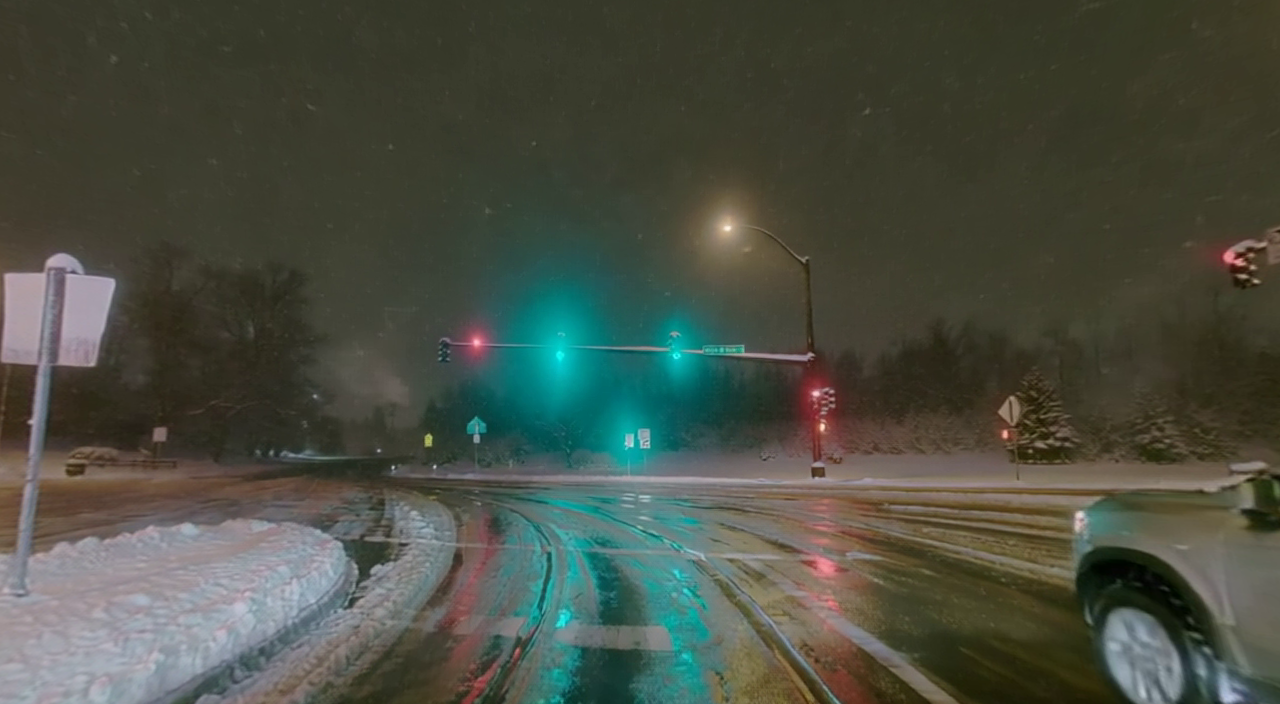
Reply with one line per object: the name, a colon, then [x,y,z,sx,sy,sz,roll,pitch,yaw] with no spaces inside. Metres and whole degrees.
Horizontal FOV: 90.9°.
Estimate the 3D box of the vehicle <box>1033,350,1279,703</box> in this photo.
vehicle: [3.096,0.704,1.322,1.938,1.648,4.211,-1,-8,3]
